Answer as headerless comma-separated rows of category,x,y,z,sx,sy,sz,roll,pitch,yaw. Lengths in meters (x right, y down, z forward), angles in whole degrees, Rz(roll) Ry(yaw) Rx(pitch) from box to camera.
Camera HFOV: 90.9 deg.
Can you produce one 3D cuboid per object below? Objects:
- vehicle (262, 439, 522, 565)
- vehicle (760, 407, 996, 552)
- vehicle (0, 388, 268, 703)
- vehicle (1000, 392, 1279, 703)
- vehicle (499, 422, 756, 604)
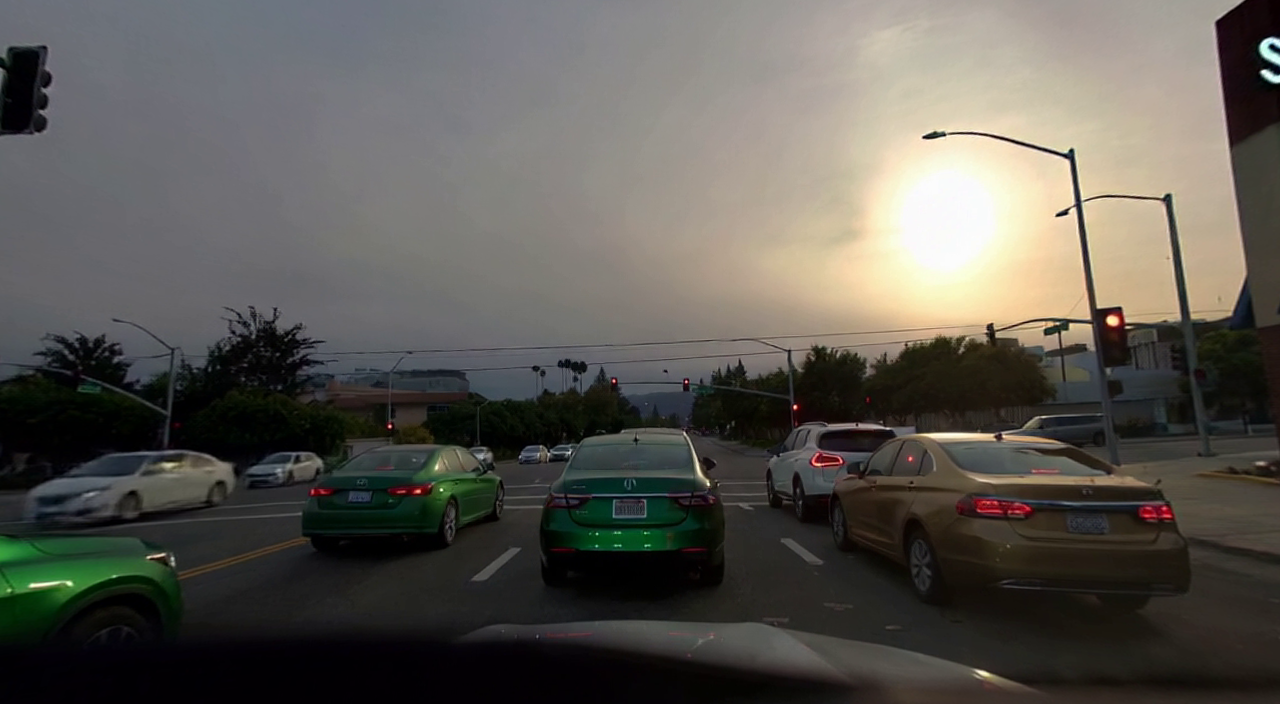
vehicle,-3.300,2.070,9.546,1.995,1.436,4.373,-1,-8,3
vehicle,3.300,1.864,9.834,1.992,1.744,4.183,0,-8,-1
vehicle,-3.479,0.840,1.840,2.016,1.547,4.414,0,-8,1
vehicle,3.930,0.971,3.106,1.800,1.519,4.198,0,-8,0
vehicle,-0.125,1.650,7.385,2.140,1.499,4.119,0,-8,-1
